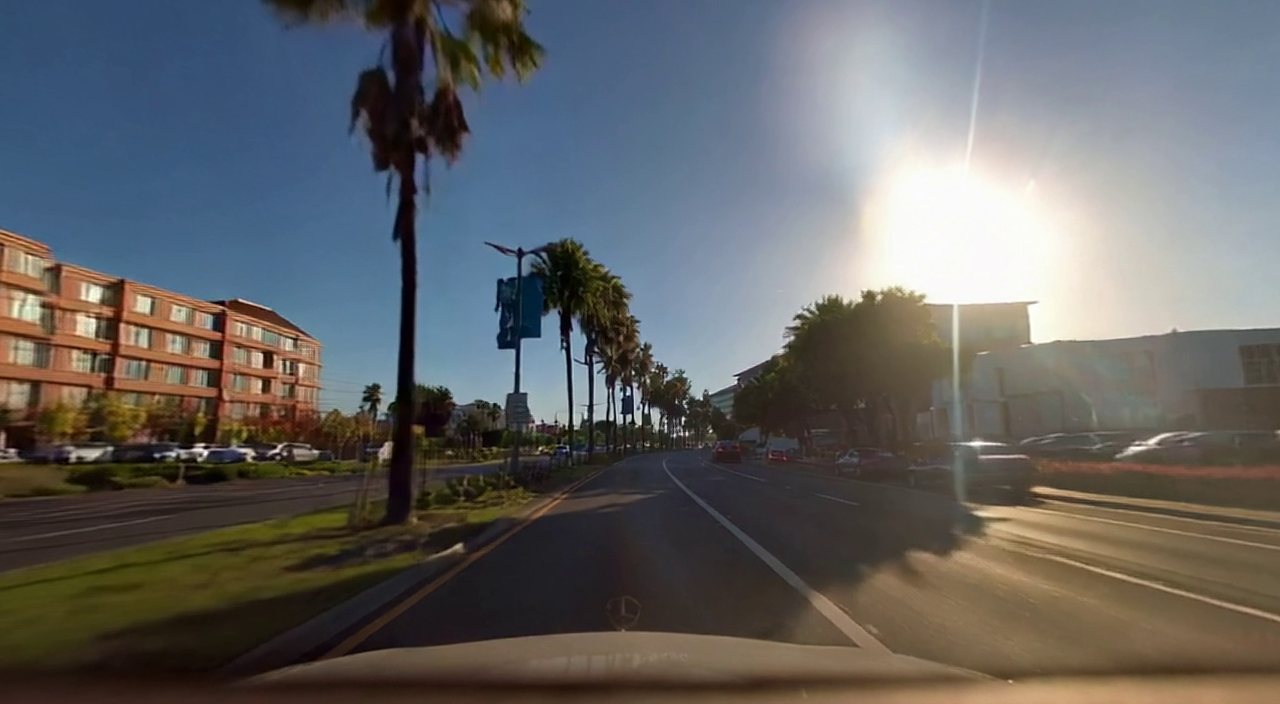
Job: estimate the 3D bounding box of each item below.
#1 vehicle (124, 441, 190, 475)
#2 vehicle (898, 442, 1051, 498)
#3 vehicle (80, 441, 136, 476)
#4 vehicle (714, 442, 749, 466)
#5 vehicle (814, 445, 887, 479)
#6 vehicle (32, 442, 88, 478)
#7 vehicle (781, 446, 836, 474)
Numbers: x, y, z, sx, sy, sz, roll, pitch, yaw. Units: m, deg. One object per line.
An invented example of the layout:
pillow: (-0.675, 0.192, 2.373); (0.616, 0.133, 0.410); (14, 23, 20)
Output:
vehicle: (-37.263, 8.104, 48.483); (6.188, 2.494, 2.424); (-7, -11, 39)
vehicle: (10.286, 3.640, 19.896); (2.086, 1.545, 4.645); (0, -8, -3)
vehicle: (-39.995, 7.935, 47.236); (5.579, 2.458, 2.324); (-8, -11, 42)
vehicle: (6.823, 7.635, 47.362); (2.000, 1.717, 4.101); (0, -8, 0)
vehicle: (10.109, 5.301, 30.682); (1.875, 1.491, 4.780); (0, -8, 0)
vehicle: (-43.129, 7.961, 46.713); (5.843, 2.364, 2.352); (-7, -11, 42)
vehicle: (10.178, 6.529, 38.305); (1.950, 1.410, 4.642); (0, -7, -1)
